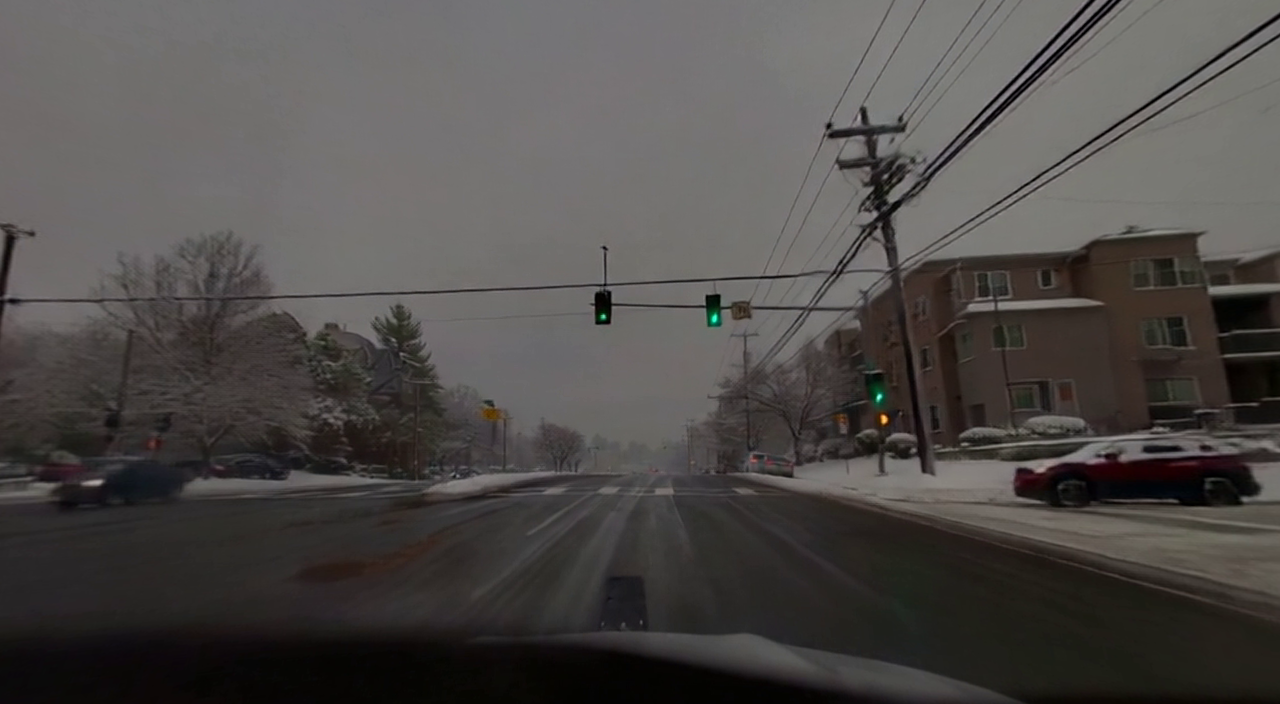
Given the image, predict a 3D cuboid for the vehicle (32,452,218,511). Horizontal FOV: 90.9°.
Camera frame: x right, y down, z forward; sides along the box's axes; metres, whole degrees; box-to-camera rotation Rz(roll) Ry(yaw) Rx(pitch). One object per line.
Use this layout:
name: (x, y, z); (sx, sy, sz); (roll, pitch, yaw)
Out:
vehicle: (-16.056, 4.019, 20.077); (1.951, 1.595, 4.548); (-1, -8, 2)

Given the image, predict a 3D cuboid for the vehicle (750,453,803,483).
vehicle: (7.485, 6.363, 34.964); (1.875, 1.481, 4.434); (0, -8, -1)

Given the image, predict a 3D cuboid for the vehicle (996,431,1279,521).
vehicle: (9.991, 2.472, 12.914); (4.171, 1.654, 1.919); (-1, -8, 5)
